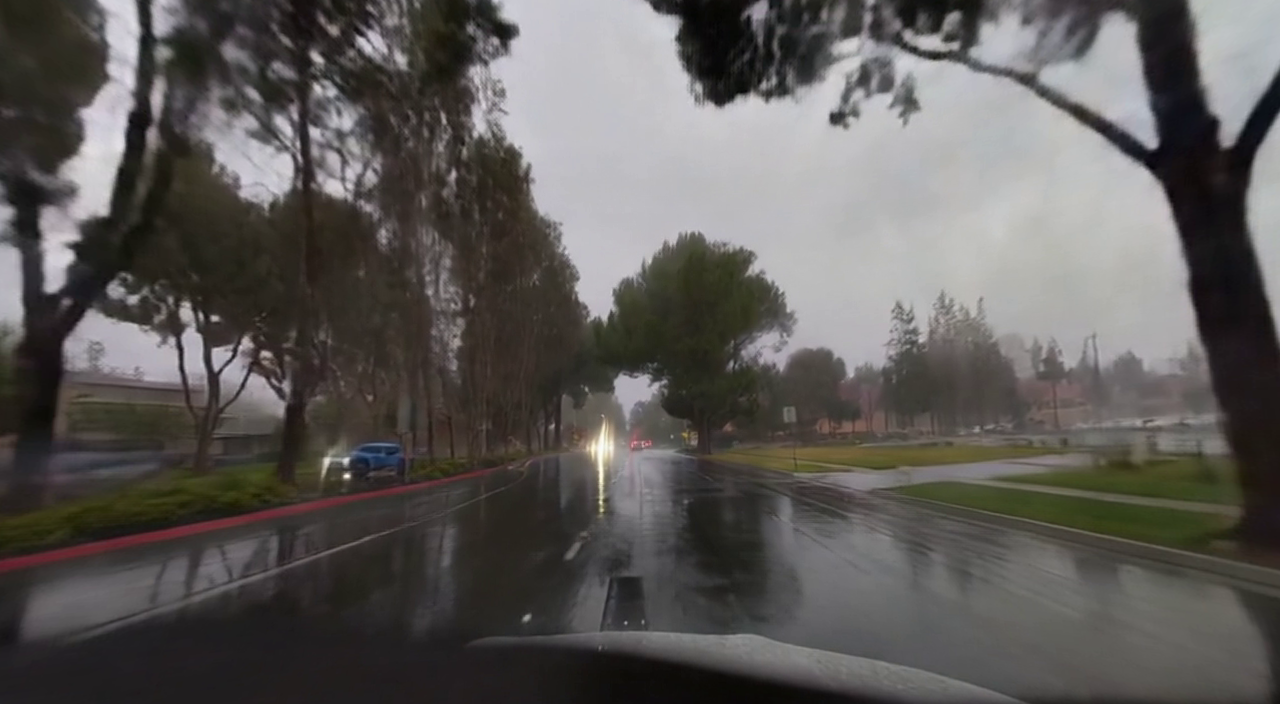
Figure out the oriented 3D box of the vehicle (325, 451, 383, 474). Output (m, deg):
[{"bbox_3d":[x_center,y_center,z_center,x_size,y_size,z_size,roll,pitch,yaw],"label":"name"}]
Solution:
[{"bbox_3d":[-19.705,7.600,43.628,1.863,1.486,4.500,0,-8,0],"label":"vehicle"}]
